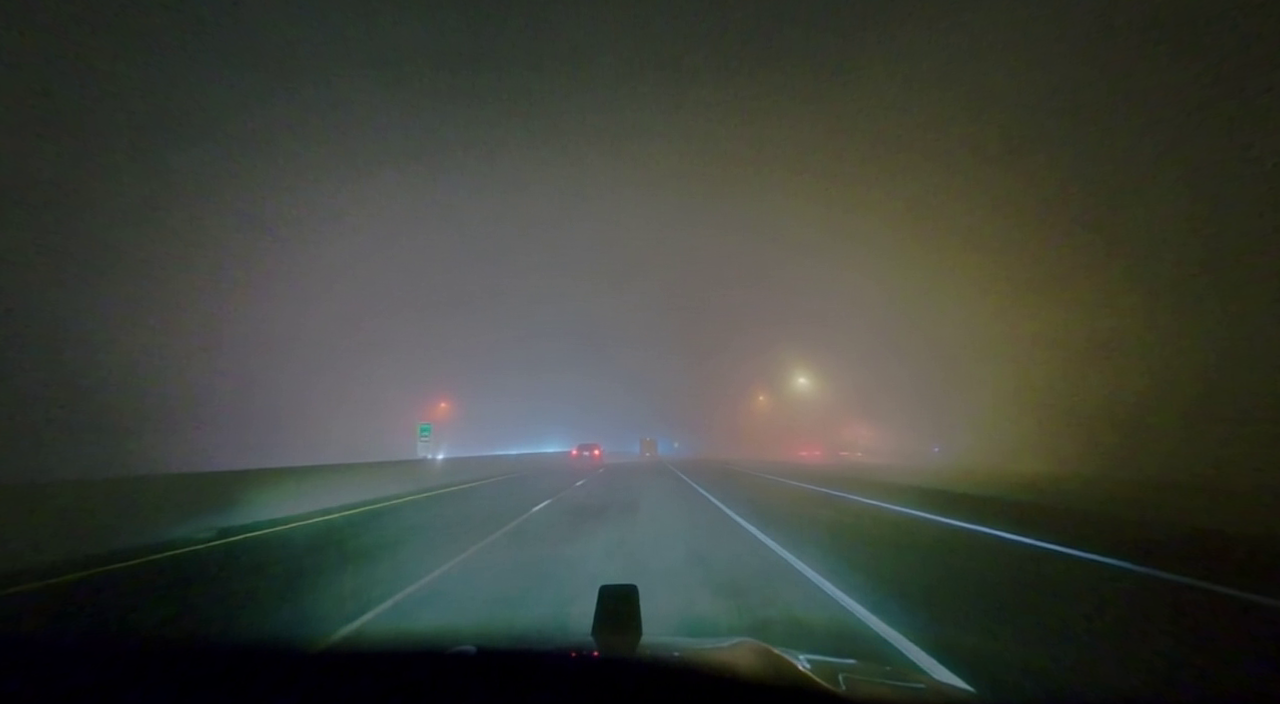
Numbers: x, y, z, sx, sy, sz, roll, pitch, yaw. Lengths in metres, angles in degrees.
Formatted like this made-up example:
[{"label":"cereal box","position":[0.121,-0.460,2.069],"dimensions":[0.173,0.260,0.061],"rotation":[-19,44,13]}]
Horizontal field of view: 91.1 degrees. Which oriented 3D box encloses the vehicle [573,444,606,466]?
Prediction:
[{"label":"vehicle","position":[-3.609,7.498,45.802],"dimensions":[2.001,1.521,3.900],"rotation":[-1,-9,1]}]
